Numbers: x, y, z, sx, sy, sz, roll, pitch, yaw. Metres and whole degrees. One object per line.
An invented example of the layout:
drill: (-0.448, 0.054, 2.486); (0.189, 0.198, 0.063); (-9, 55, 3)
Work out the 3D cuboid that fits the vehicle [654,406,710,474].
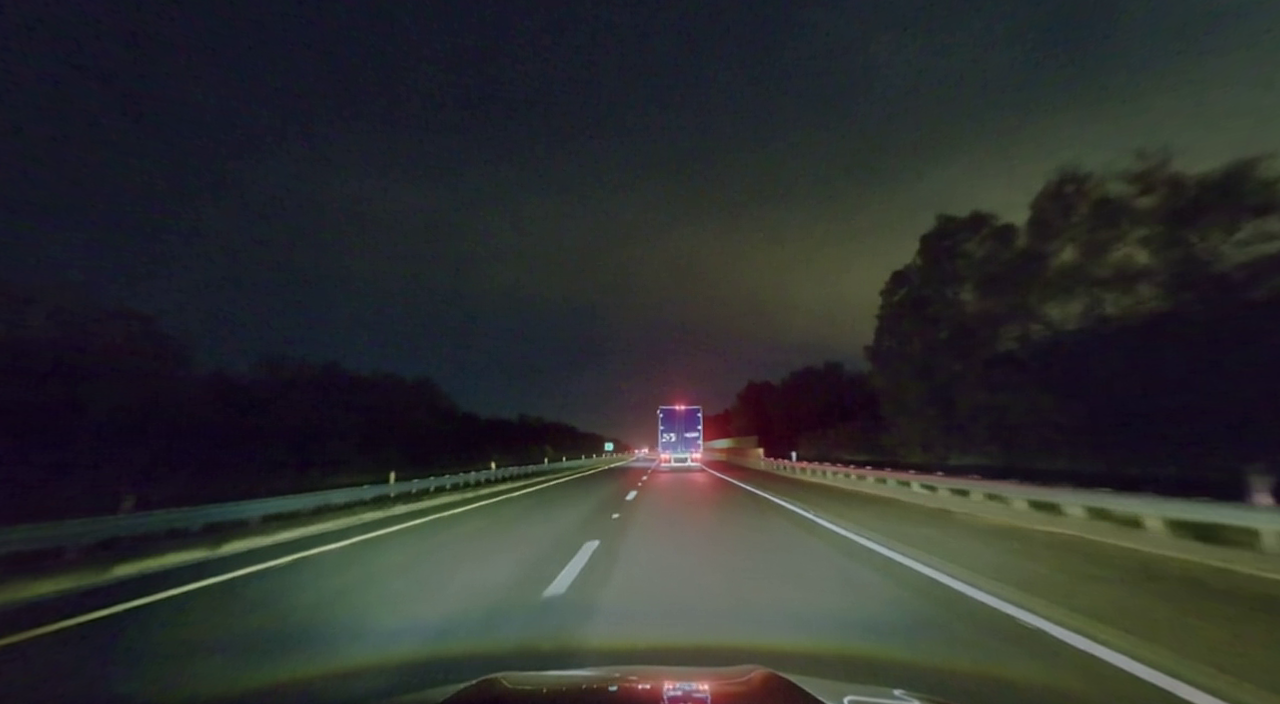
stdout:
vehicle: (2.458, 5.676, 40.165); (3.107, 3.718, 10.231); (0, -9, 1)
